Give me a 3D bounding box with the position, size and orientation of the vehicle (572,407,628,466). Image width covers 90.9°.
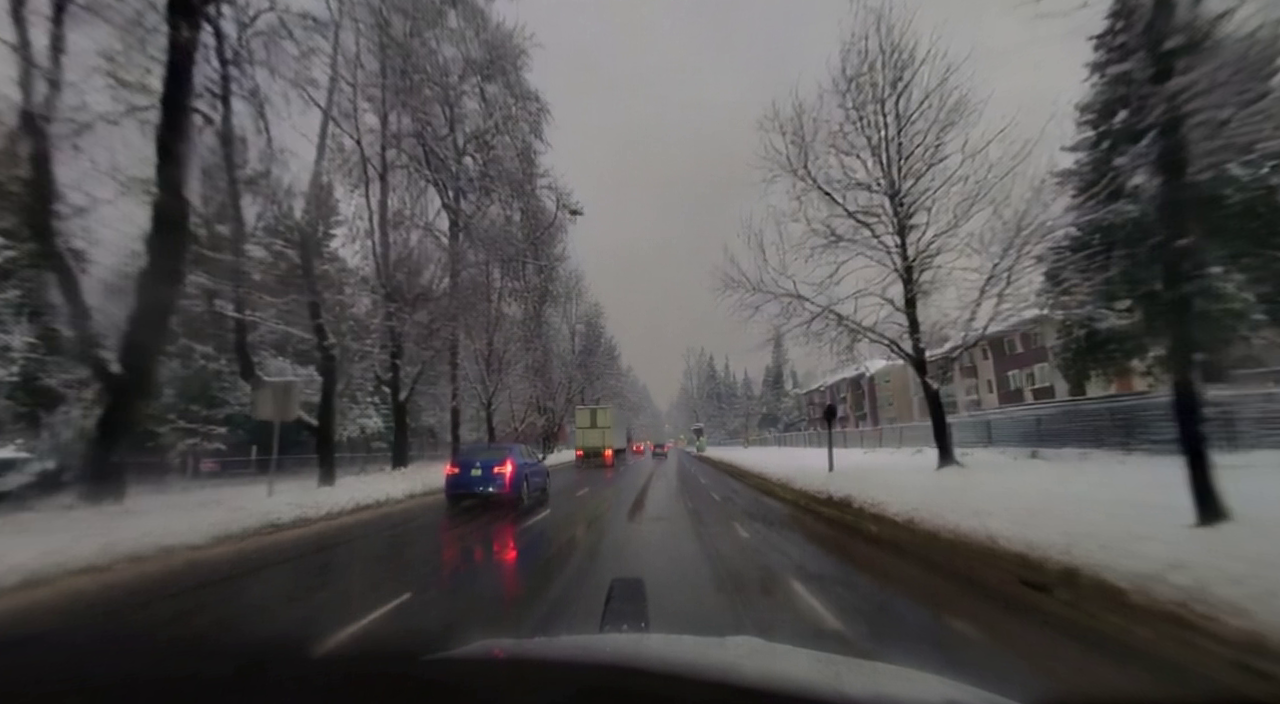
[{"bbox_3d":[-2.333,5.368,39.650,2.746,3.276,8.572,0,-8,1],"label":"vehicle"}]

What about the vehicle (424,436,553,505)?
[{"bbox_3d":[-3.596,2.892,15.922,2.005,1.462,4.345,-1,-8,3],"label":"vehicle"}]

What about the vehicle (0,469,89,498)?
[{"bbox_3d":[-34.099,7.425,35.654,4.356,1.457,1.759,-1,-8,5],"label":"vehicle"}]
